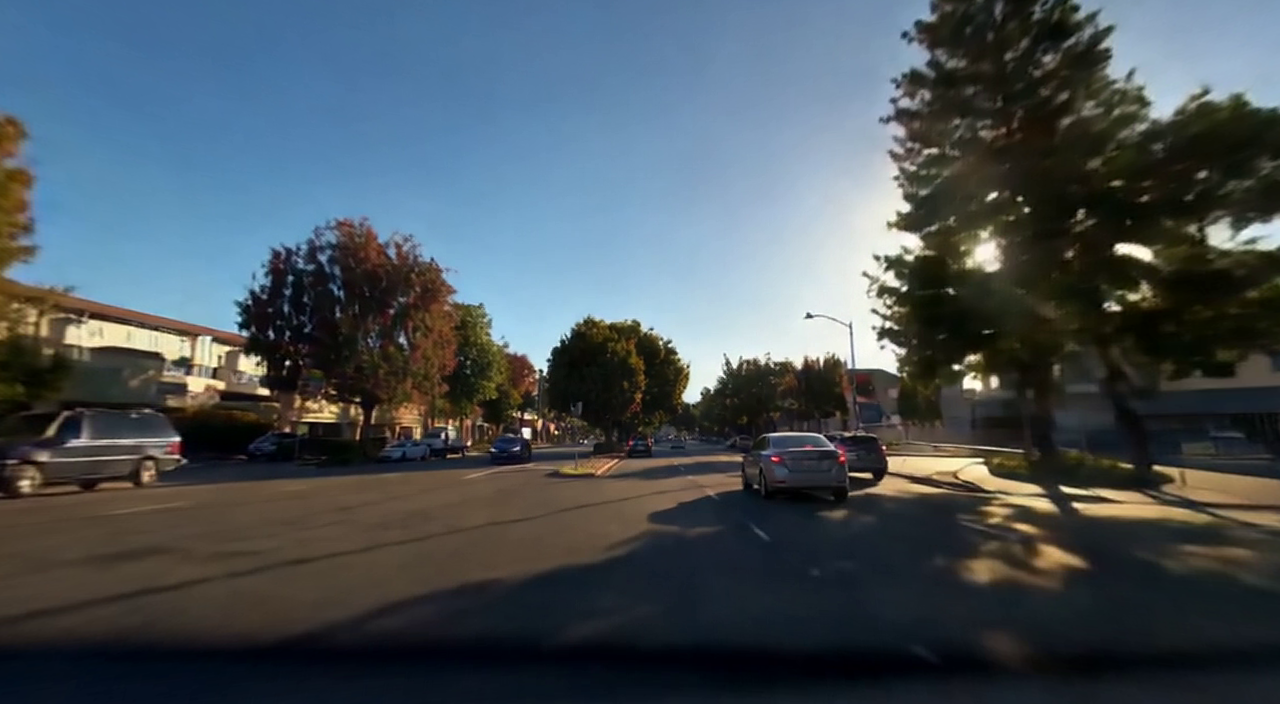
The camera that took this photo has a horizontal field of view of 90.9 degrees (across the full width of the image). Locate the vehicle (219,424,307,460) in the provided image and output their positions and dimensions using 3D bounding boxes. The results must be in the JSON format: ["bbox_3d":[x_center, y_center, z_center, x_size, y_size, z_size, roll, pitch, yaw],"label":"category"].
[{"bbox_3d":[-25.172,6.006,42.488,2.200,2.170,6.131,0,-7,-1],"label":"vehicle"}]

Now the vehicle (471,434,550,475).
[{"bbox_3d":[-4.784,3.854,23.969,2.084,1.415,4.580,0,-8,-1],"label":"vehicle"}]

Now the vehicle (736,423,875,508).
[{"bbox_3d":[3.582,2.524,14.462,2.072,1.669,3.836,0,-8,-1],"label":"vehicle"}]

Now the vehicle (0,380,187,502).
[{"bbox_3d":[-18.911,2.937,20.769,2.783,3.367,6.723,0,-8,1],"label":"vehicle"}]
